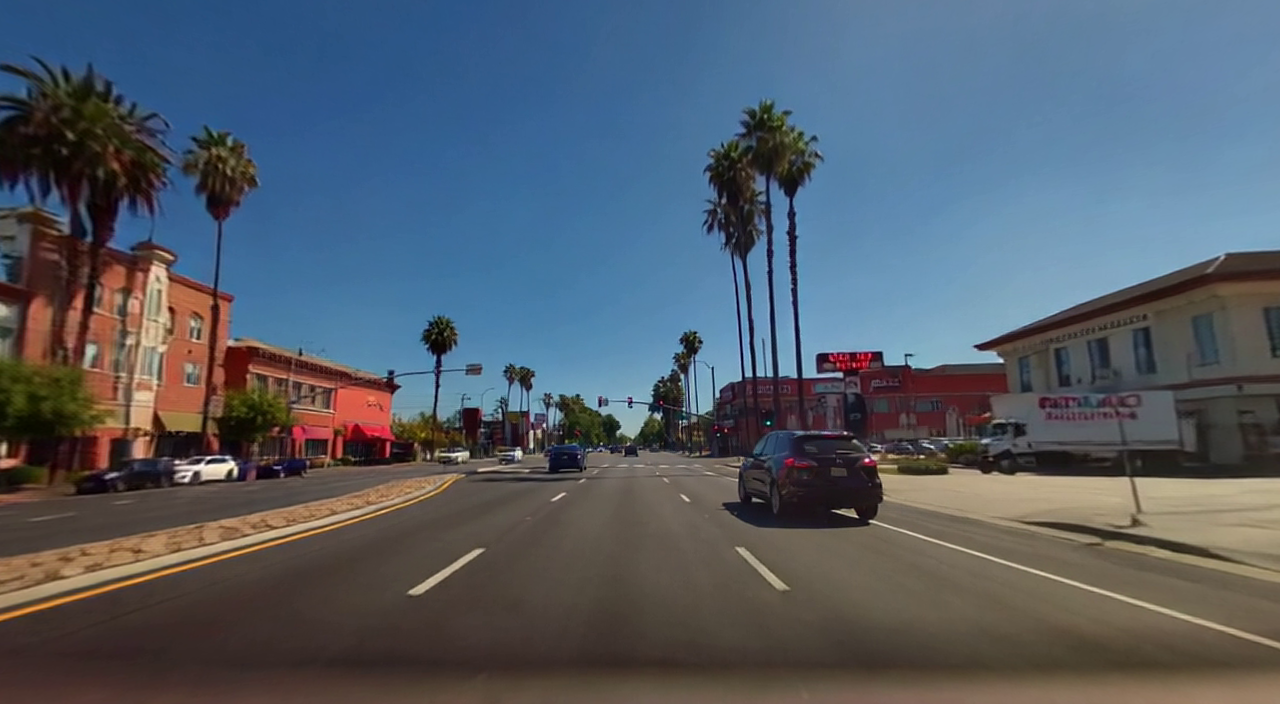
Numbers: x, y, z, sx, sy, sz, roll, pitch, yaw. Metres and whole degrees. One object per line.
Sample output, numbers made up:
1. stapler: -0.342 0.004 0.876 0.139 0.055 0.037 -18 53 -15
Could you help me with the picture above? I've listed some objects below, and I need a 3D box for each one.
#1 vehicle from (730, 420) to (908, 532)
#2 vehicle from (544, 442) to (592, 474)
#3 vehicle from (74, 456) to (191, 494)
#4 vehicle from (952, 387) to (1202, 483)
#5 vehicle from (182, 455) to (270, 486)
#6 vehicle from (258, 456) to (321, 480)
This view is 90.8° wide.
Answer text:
1. vehicle: 3.071 2.234 11.922 1.982 1.711 4.276 0 -9 -2
2. vehicle: -3.597 5.383 32.142 2.034 1.498 3.995 0 -9 -1
3. vehicle: -22.929 5.559 28.780 2.045 1.536 3.911 0 -9 0
4. vehicle: 15.370 3.009 22.729 6.704 3.194 2.704 -1 -9 4
5. vehicle: -23.184 6.642 35.651 1.997 1.434 4.569 -4 -9 -1
6. vehicle: -23.240 7.654 42.021 1.752 1.430 4.078 -1 -9 2
